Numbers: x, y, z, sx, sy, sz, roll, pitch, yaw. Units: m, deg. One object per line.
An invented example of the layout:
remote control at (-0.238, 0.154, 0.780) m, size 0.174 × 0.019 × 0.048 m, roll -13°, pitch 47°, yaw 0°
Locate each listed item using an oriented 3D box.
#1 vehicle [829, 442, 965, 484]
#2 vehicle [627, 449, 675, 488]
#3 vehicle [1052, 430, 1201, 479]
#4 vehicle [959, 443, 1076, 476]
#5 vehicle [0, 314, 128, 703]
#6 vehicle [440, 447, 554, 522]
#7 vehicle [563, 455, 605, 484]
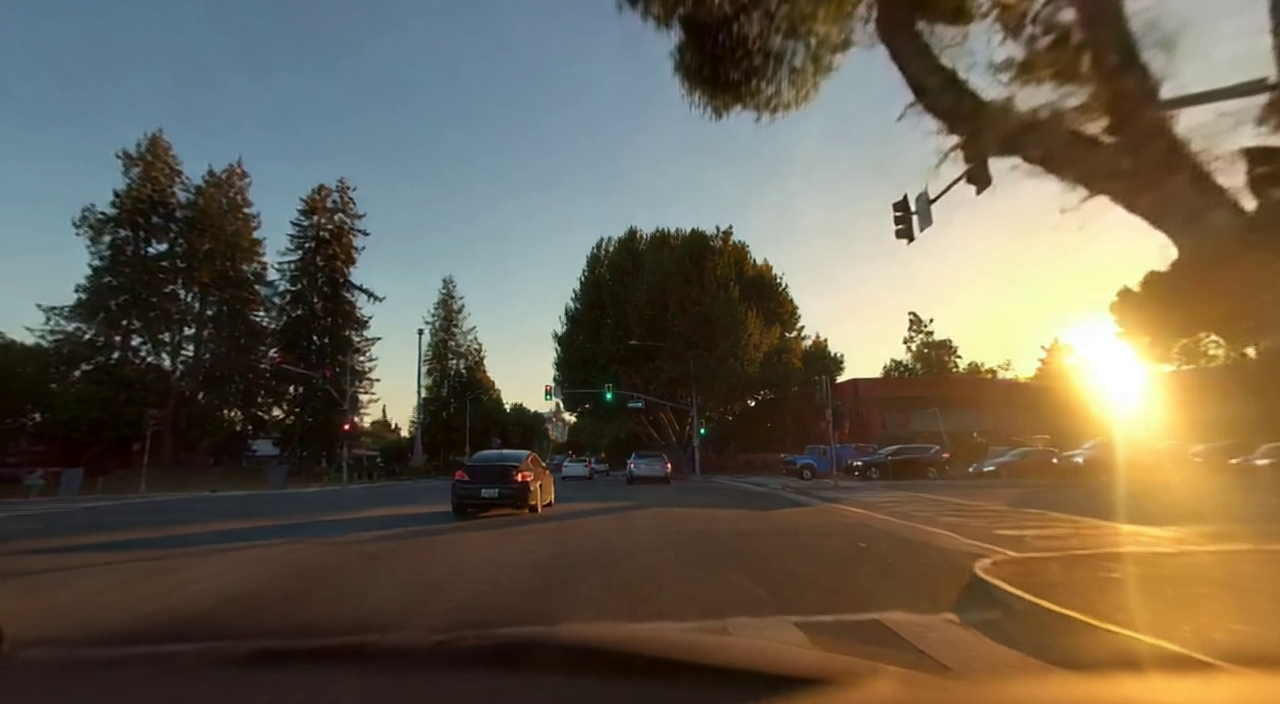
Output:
vehicle at (11.029, 4.816, 27.316) m, size 4.875 × 1.473 × 2.077 m, roll -3°, pitch -11°, yaw -1°
vehicle at (0.522, 5.610, 30.756) m, size 2.163 × 1.678 × 3.846 m, roll -1°, pitch -8°, yaw 0°
vehicle at (21.049, 4.442, 27.457) m, size 4.585 × 1.681 × 2.140 m, roll -4°, pitch -8°, yaw 0°
vehicle at (18.633, 5.309, 31.284) m, size 4.478 × 1.495 × 2.063 m, roll -1°, pitch -8°, yaw 0°
vehicle at (-3.199, 0.514, 0.164) m, size 2.190 × 1.766 × 4.649 m, roll -1°, pitch -8°, yaw 0°
vehicle at (-3.325, 3.128, 15.355) m, size 1.960 × 1.528 × 3.490 m, roll -1°, pitch -8°, yaw 0°
vehicle at (-3.281, 6.975, 37.730) m, size 2.013 × 1.474 × 4.393 m, roll -1°, pitch -8°, yaw 1°
